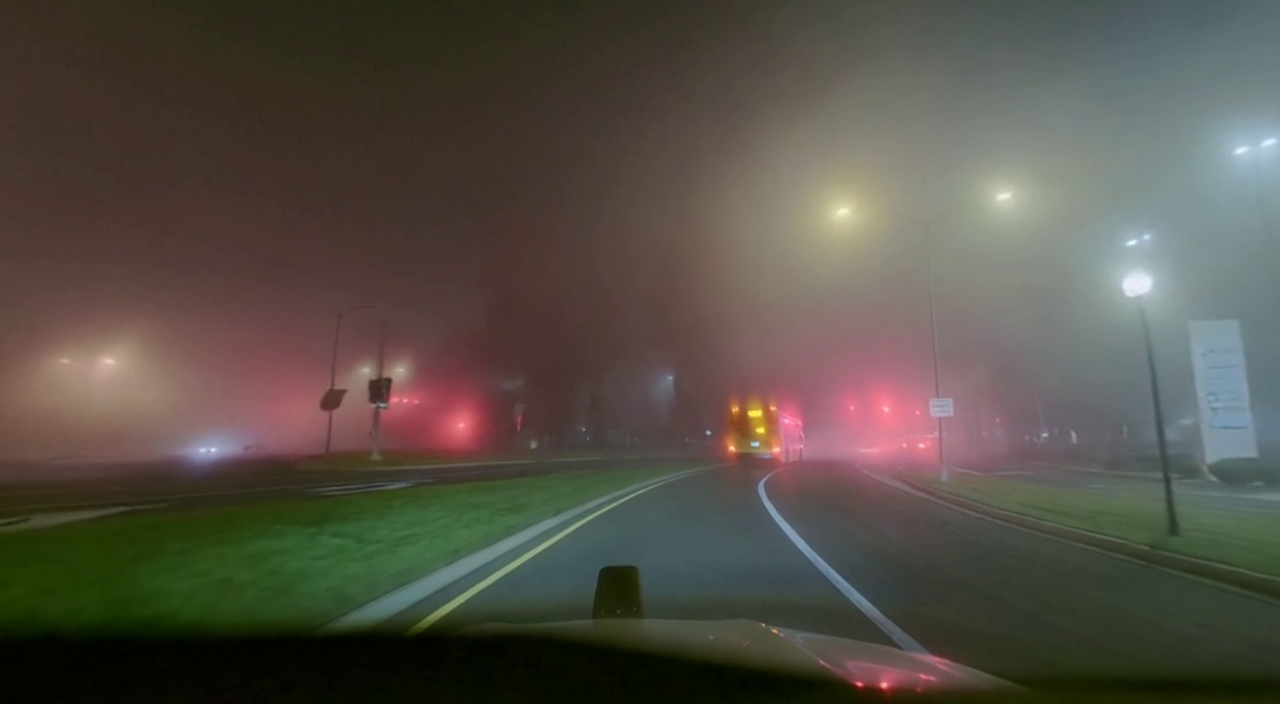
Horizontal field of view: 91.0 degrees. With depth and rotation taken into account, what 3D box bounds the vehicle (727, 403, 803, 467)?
[{"bbox_3d":[8.047,5.288,39.250,3.031,3.429,11.005,-3,-9,19],"label":"vehicle"}]
